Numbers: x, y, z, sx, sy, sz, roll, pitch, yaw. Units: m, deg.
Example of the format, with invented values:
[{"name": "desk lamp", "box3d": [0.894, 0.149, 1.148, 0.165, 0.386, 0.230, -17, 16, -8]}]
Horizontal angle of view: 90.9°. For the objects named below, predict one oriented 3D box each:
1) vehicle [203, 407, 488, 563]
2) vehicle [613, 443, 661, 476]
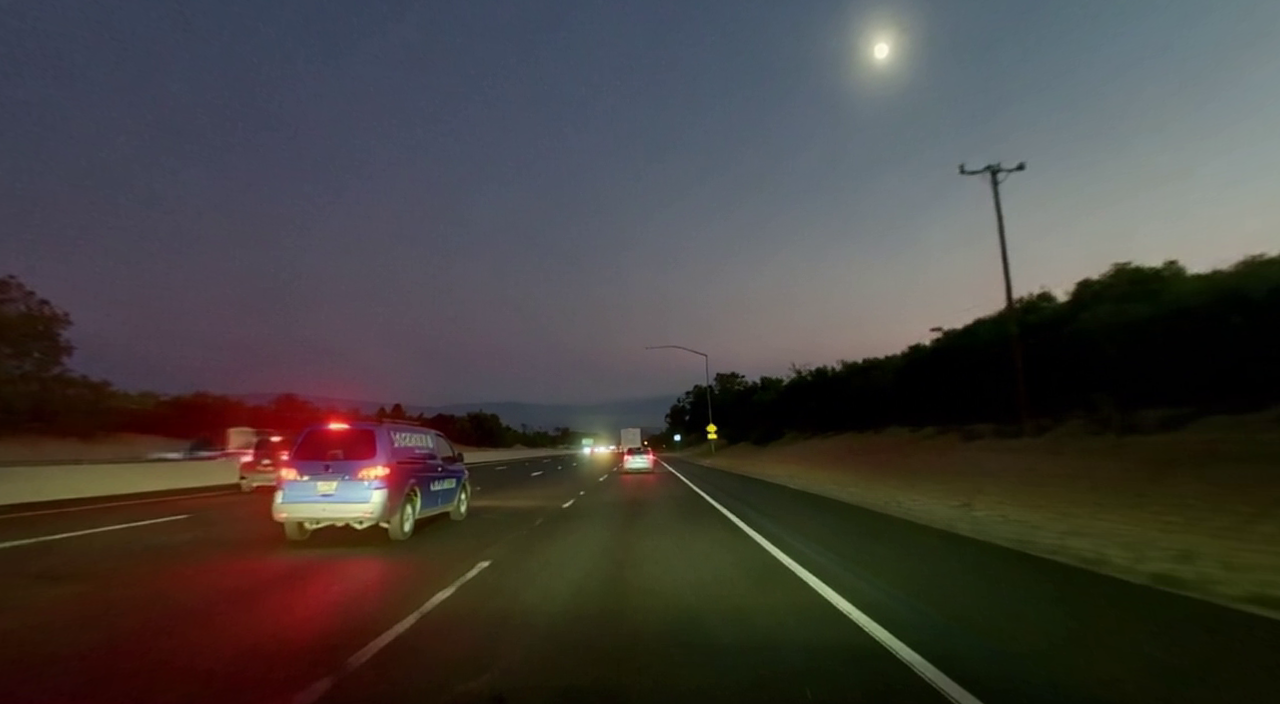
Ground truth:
[{"name": "vehicle", "box3d": [-4.178, 1.994, 10.221, 2.174, 1.862, 5.012, 0, -9, 0]}, {"name": "vehicle", "box3d": [-0.123, 5.288, 31.243, 2.238, 1.479, 3.672, 0, -9, 0]}]
